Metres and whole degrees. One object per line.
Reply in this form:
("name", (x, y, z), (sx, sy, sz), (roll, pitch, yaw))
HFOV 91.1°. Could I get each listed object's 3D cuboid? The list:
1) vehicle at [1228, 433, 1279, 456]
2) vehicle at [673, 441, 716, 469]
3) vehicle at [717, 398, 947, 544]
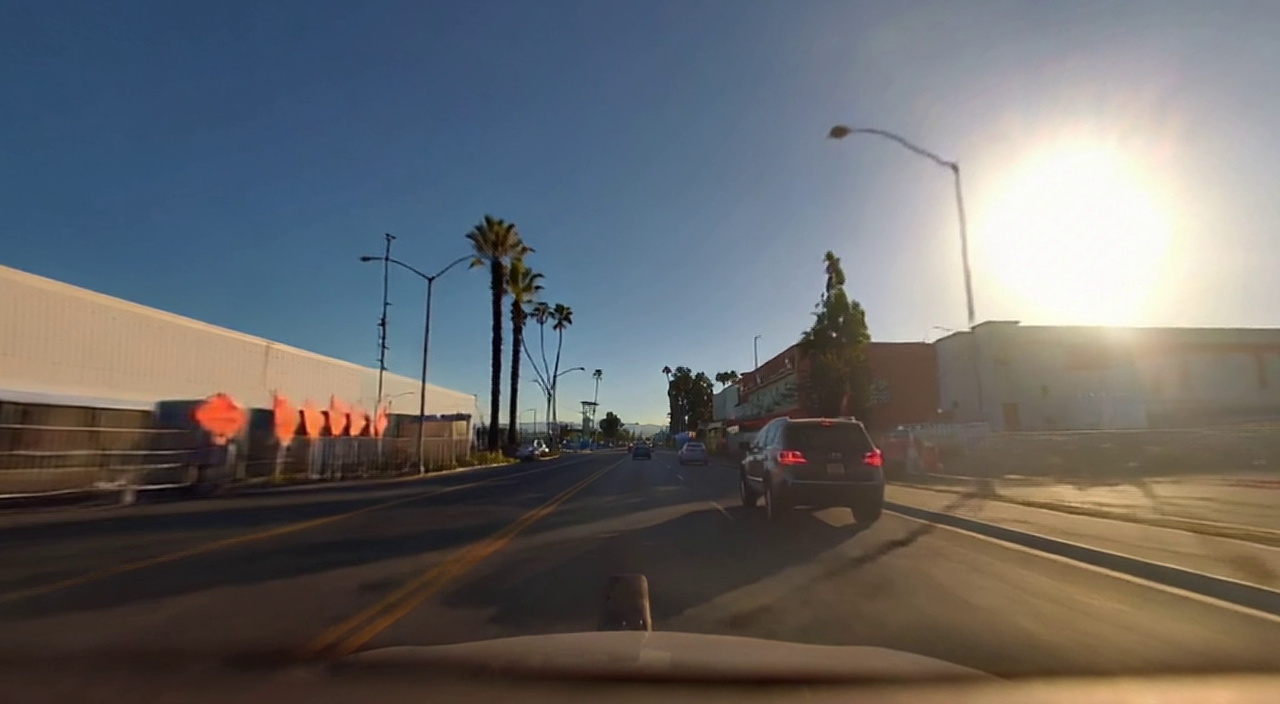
("vehicle", (46.636, 6.981, 47.293), (4.300, 1.684, 1.992), (5, -10, -29))
("vehicle", (3.201, 6.162, 37.713), (2.148, 1.562, 4.642), (0, -8, 0))
("vehicle", (2.965, 2.029, 11.441), (2.386, 1.970, 5.665), (0, -8, 0))
